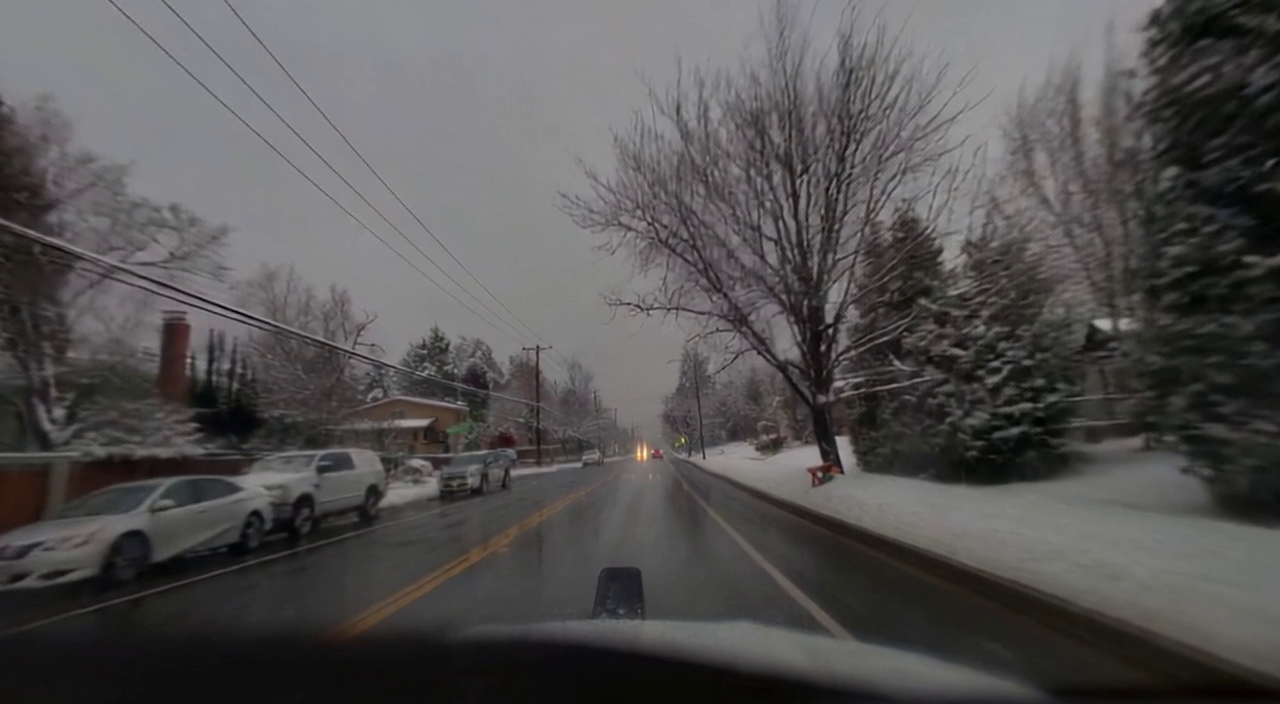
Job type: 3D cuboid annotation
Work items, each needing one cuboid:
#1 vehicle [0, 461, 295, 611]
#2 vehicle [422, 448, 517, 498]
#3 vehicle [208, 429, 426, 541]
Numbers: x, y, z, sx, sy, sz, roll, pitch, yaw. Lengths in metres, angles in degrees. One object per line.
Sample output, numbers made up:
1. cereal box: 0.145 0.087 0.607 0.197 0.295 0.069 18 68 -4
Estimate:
1. vehicle: -7.067 2.340 8.925 1.960 1.486 4.217 0 -9 1
2. vehicle: -6.546 4.701 25.091 1.984 1.732 5.628 0 -9 2
3. vehicle: -6.823 2.895 14.275 2.012 1.902 5.437 -4 -10 1
